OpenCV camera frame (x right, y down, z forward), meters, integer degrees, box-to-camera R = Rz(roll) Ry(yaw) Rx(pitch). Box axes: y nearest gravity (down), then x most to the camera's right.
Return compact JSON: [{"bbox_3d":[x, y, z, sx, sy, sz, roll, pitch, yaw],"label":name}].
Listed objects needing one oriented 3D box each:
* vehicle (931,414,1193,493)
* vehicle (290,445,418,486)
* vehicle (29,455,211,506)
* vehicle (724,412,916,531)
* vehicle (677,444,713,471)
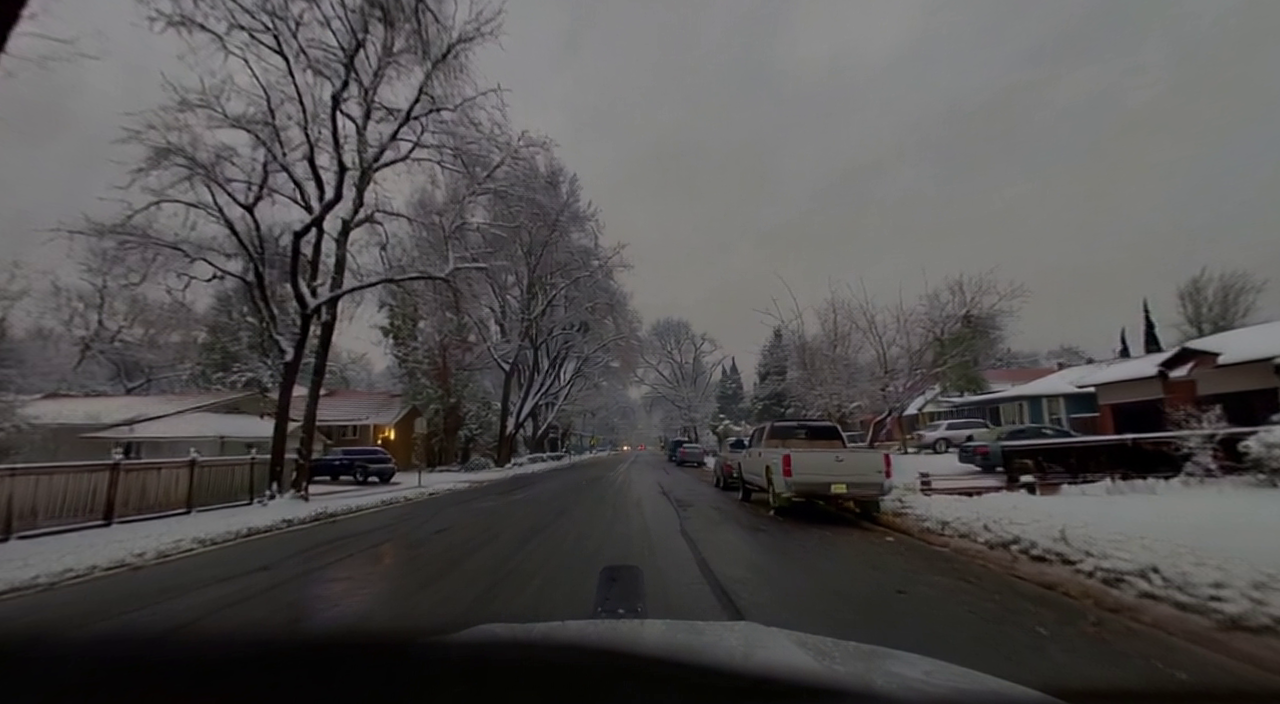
[{"bbox_3d":[10.473,2.611,16.170,5.041,1.486,1.969,-7,-10,13],"label":"vehicle"},{"bbox_3d":[-13.146,5.241,29.260,4.928,1.797,1.981,0,-8,2],"label":"vehicle"},{"bbox_3d":[-16.176,3.980,19.765,4.276,1.463,1.832,-1,-8,7],"label":"vehicle"},{"bbox_3d":[3.202,2.277,12.632,2.241,1.875,5.059,0,-8,-1],"label":"vehicle"},{"bbox_3d":[3.410,6.621,39.949,2.016,1.567,4.228,0,-8,2],"label":"vehicle"}]
